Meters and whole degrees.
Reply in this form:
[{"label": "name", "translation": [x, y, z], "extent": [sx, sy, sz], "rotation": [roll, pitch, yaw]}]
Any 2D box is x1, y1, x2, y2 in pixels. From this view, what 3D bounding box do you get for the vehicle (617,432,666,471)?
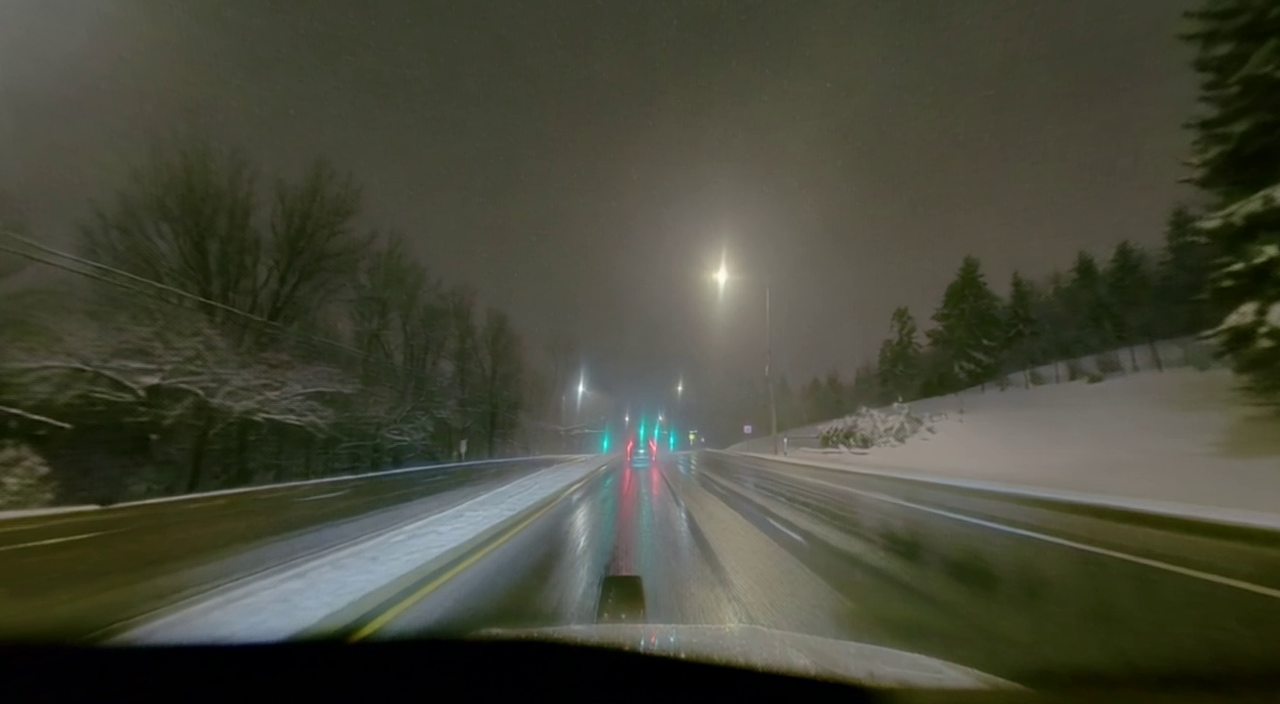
[{"label": "vehicle", "translation": [0.077, 4.855, 30.777], "extent": [2.256, 1.734, 4.176], "rotation": [0, -9, 0]}]
